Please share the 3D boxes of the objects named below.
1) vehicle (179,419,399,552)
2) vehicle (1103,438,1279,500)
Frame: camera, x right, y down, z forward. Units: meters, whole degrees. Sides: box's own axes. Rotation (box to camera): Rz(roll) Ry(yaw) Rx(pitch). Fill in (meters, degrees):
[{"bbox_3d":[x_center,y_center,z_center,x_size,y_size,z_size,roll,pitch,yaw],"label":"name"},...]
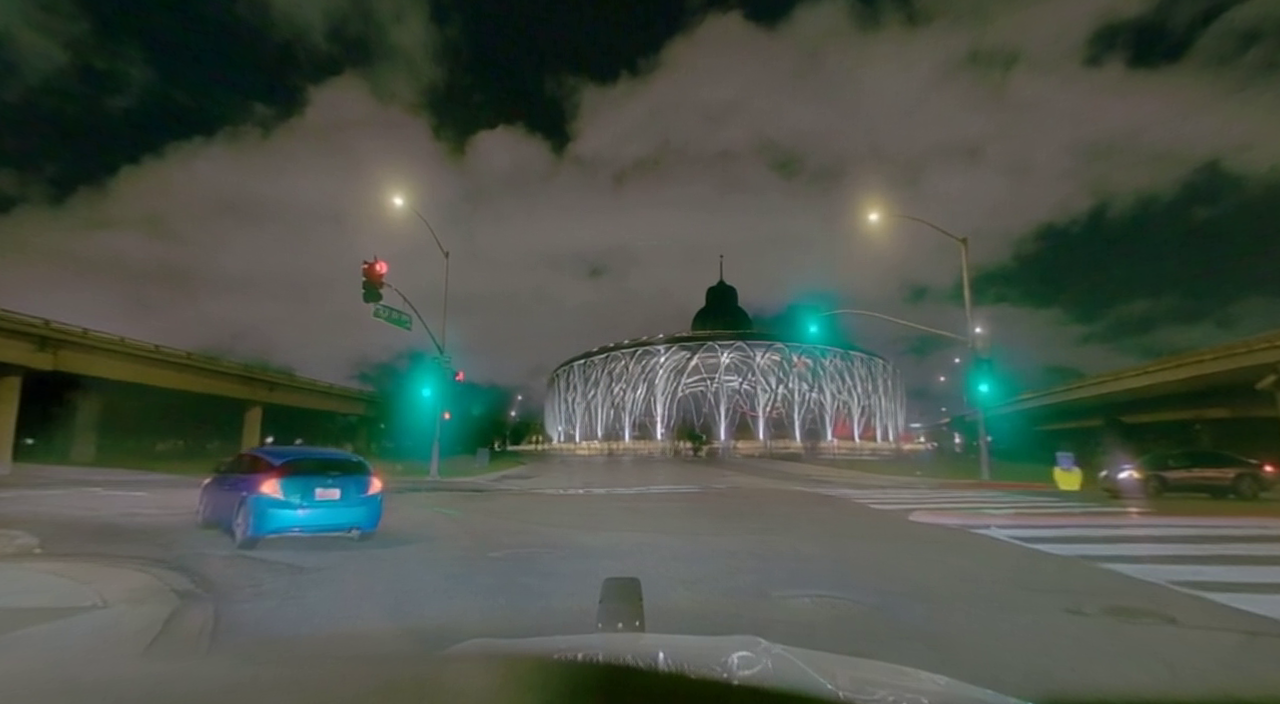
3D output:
[{"bbox_3d":[-5.501,1.924,9.685,1.976,1.584,3.772,8,-12,-43],"label":"vehicle"},{"bbox_3d":[16.557,3.394,18.430,4.345,1.672,1.973,0,-9,3],"label":"vehicle"}]
